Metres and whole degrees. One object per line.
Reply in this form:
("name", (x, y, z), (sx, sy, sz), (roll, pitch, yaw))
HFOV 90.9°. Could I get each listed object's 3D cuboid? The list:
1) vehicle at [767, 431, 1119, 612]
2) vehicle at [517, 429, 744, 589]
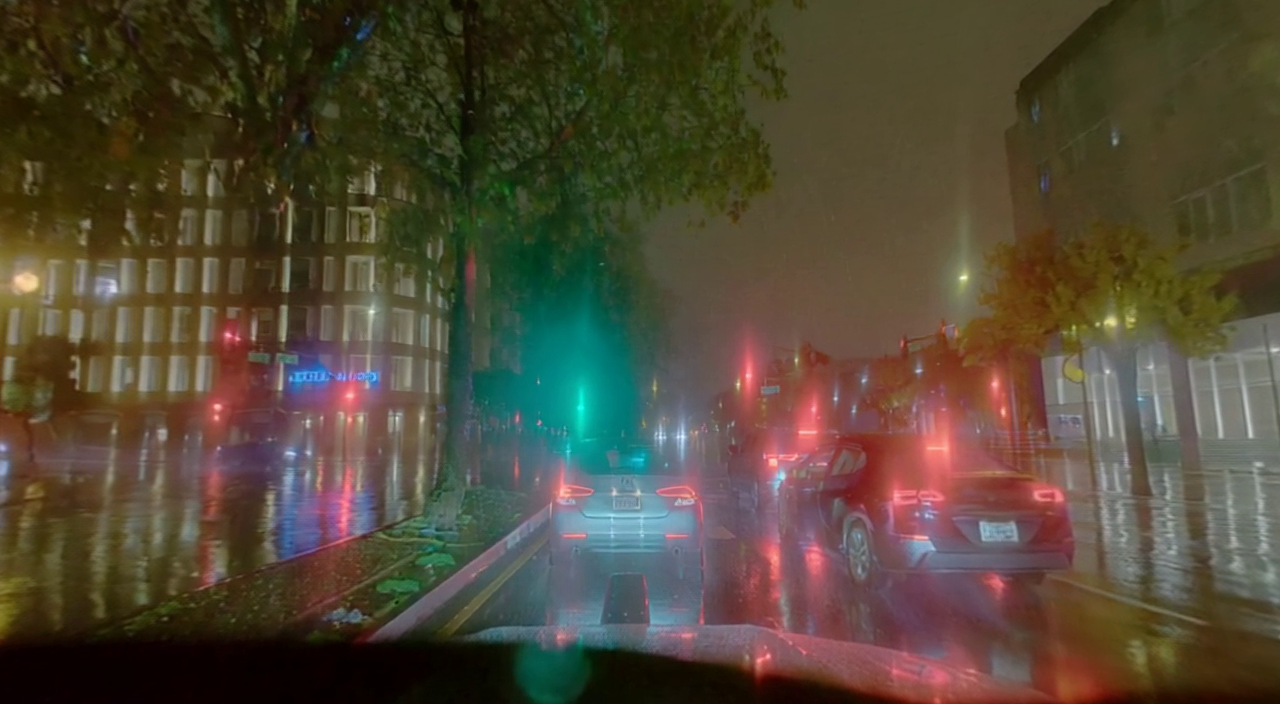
("vehicle", (2.914, 1.699, 7.326), (1.893, 1.446, 4.270), (0, -8, -1))
("vehicle", (-0.101, 1.756, 7.940), (2.087, 1.456, 4.143), (0, -8, 0))
